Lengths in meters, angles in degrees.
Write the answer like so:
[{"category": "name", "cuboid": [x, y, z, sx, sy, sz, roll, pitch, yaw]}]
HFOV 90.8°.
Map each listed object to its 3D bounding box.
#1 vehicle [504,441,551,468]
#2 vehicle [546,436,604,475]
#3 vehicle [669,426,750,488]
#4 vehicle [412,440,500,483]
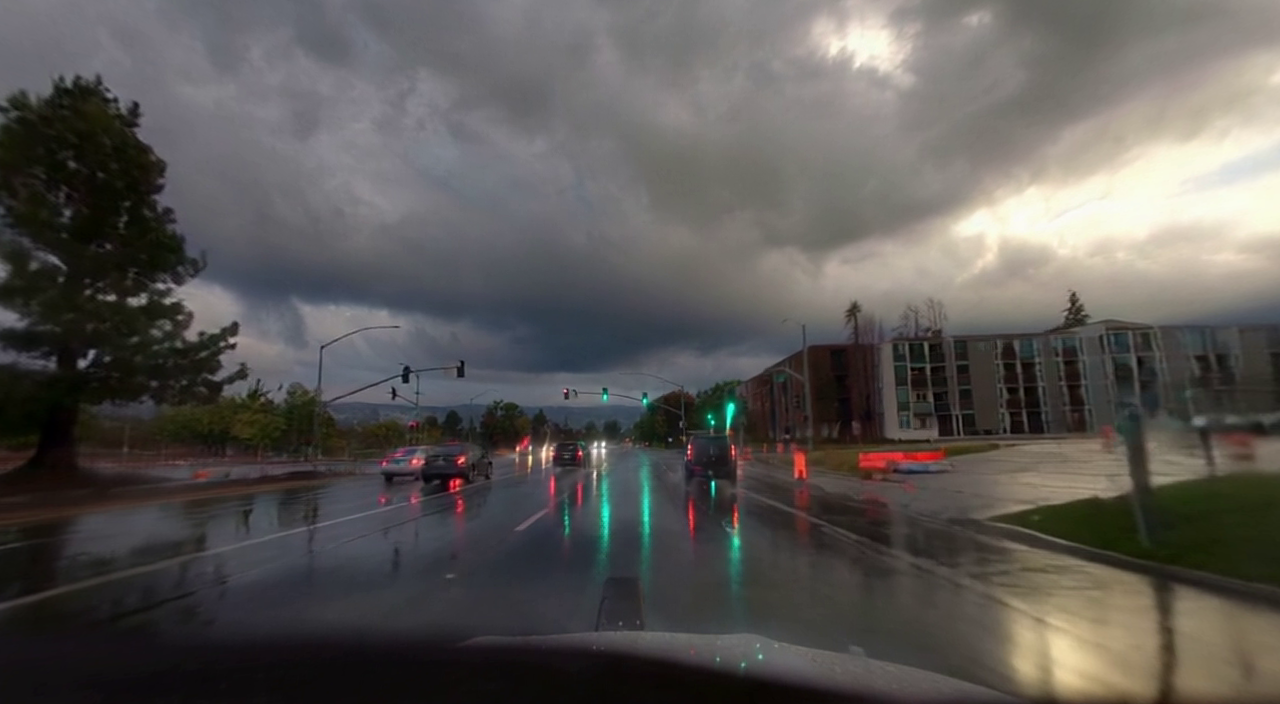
[{"category": "vehicle", "cuboid": [-6.565, 6.026, 37.137, 1.993, 1.492, 3.666, 0, -8, 2]}, {"category": "vehicle", "cuboid": [-2.865, 4.679, 28.728, 2.121, 1.654, 3.993, 0, -8, 1]}, {"category": "vehicle", "cuboid": [2.173, 3.451, 21.049, 2.197, 1.835, 4.316, 0, -8, 0]}, {"category": "vehicle", "cuboid": [-7.040, 4.220, 24.664, 1.928, 1.488, 4.635, 0, -8, 1]}]
